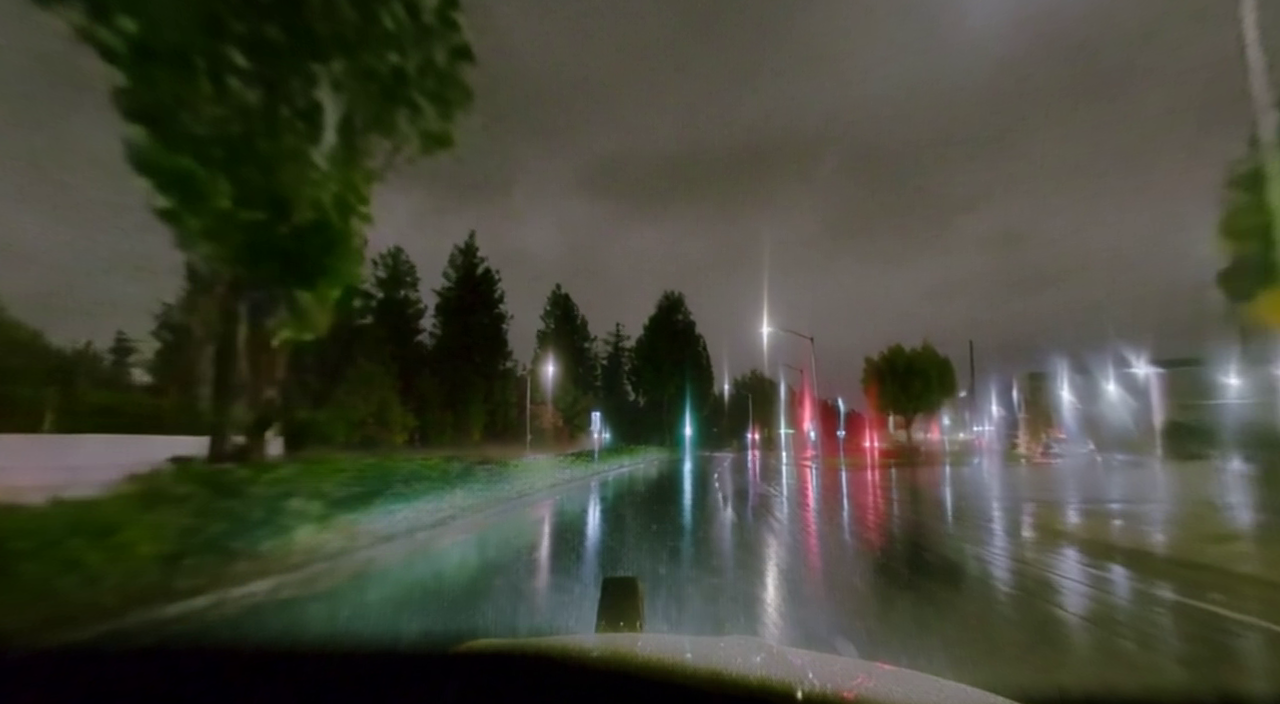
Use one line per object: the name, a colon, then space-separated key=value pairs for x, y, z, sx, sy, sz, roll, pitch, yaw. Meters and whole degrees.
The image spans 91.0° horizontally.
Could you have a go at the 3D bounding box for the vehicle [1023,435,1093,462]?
vehicle: x=25.215 y=5.824 z=37.964 sx=4.456 sy=1.489 sz=1.963 roll=7 pitch=-11 yaw=-35

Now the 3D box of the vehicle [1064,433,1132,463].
vehicle: x=30.055 y=6.231 z=41.243 sx=4.598 sy=1.493 sz=1.951 roll=-1 pitch=-6 yaw=-33
